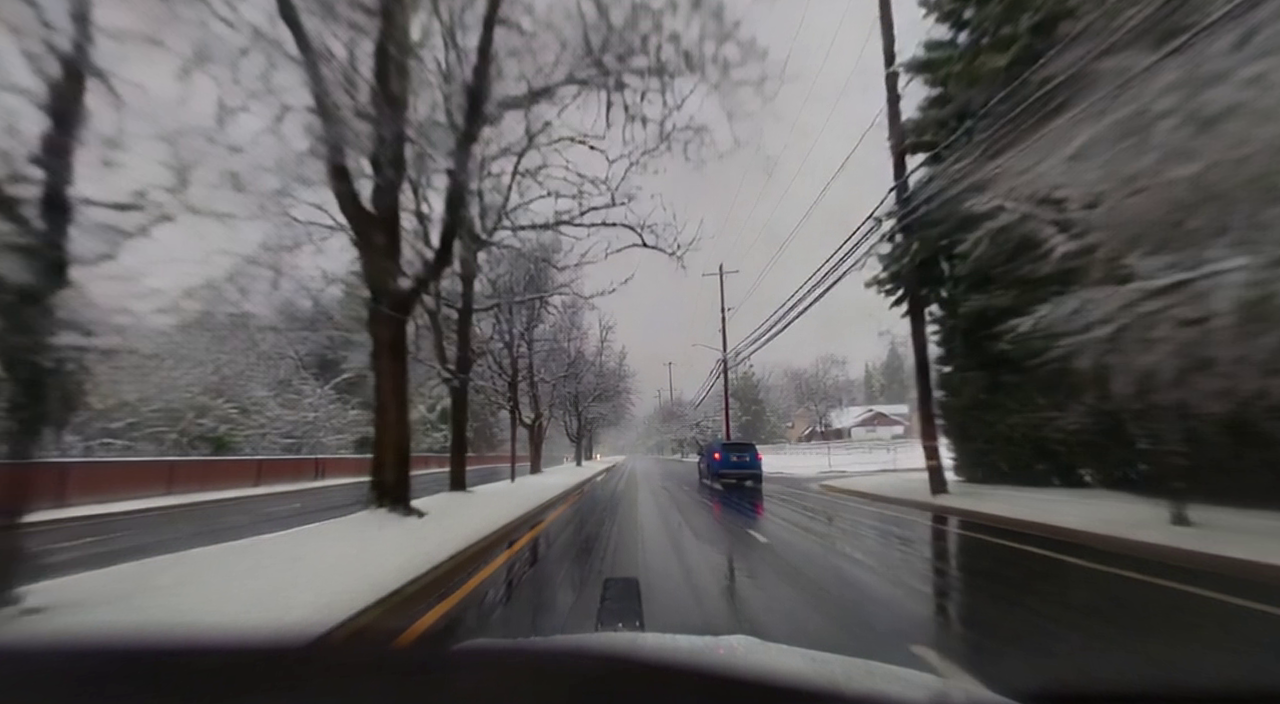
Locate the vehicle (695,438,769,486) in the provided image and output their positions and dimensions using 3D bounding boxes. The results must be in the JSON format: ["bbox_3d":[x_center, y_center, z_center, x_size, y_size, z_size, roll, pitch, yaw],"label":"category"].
[{"bbox_3d":[3.650,4.459,25.977,2.193,1.777,4.772,0,-9,-1],"label":"vehicle"}]
